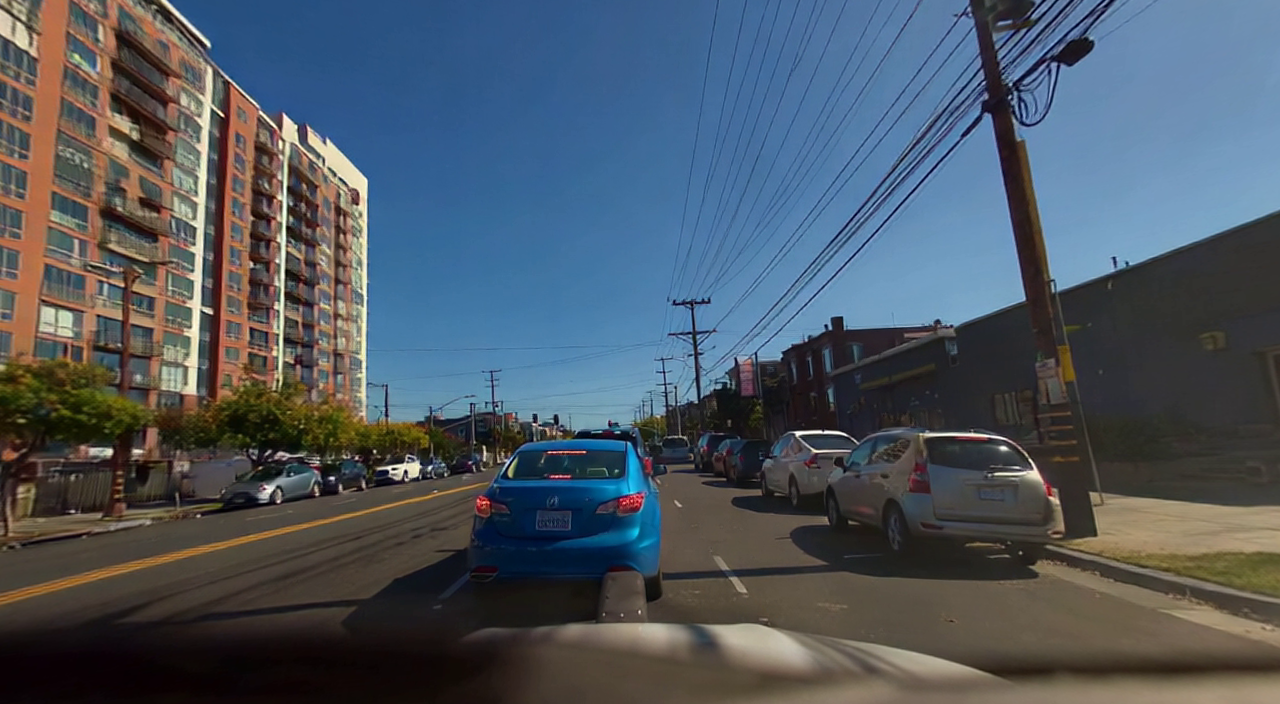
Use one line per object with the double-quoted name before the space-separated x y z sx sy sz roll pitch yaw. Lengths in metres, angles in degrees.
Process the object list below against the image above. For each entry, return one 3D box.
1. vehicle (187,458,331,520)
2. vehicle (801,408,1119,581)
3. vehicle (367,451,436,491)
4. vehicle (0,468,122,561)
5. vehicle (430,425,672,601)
"vehicle" -11.853 4.241 20.044 1.868 1.491 4.367 -5 -9 0
"vehicle" 3.790 1.760 8.620 1.967 1.721 4.410 0 -8 -1
"vehicle" -11.939 5.932 31.931 2.011 1.687 4.079 -4 -8 -2
"vehicle" -11.915 2.904 11.017 1.850 1.487 4.711 -3 -8 -1
"vehicle" -0.722 1.692 7.649 2.019 1.453 4.603 0 -8 1
